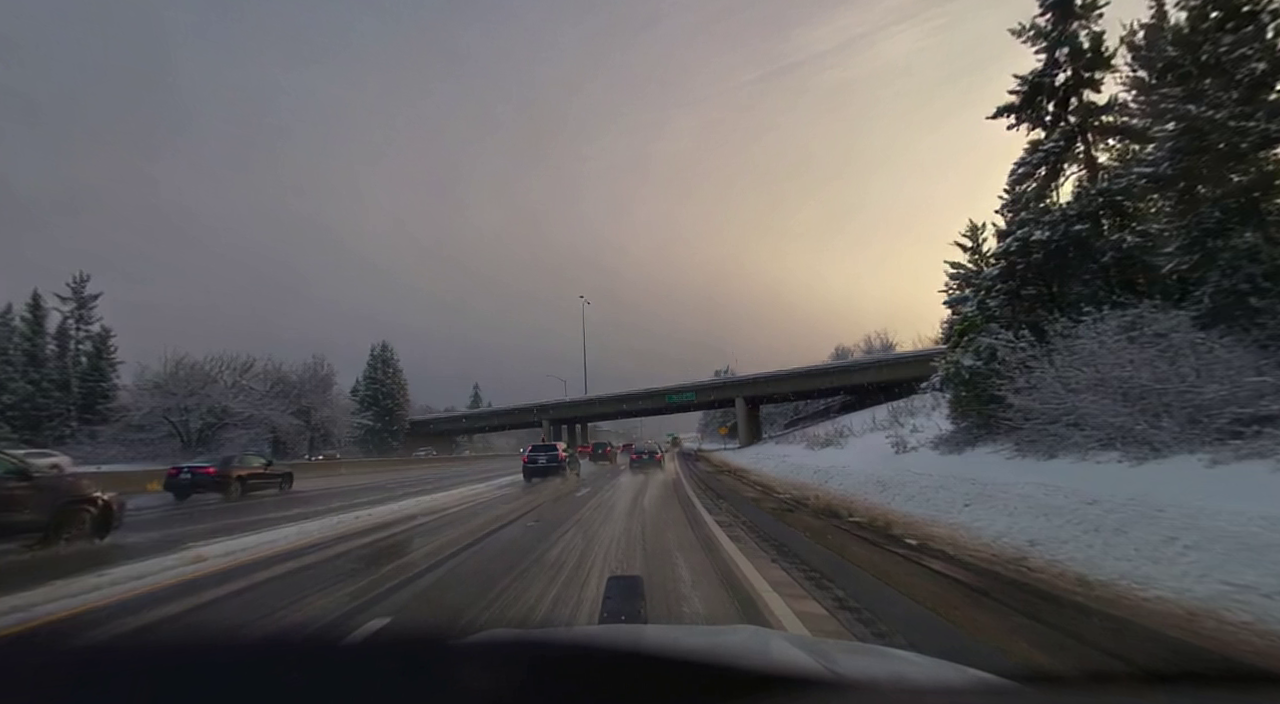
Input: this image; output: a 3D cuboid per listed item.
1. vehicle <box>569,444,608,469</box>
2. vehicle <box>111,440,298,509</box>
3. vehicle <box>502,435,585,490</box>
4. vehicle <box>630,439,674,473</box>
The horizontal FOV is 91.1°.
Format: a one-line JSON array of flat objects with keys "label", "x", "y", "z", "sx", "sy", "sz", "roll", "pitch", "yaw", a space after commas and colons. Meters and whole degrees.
[{"label": "vehicle", "x": -3.199, "y": 6.617, "z": 39.874, "sx": 1.997, "sy": 1.490, "sz": 4.471, "roll": 0, "pitch": -8, "yaw": 2}, {"label": "vehicle", "x": -11.645, "y": 3.251, "z": 17.259, "sx": 1.954, "sy": 1.640, "sz": 4.339, "roll": 0, "pitch": -8, "yaw": 1}, {"label": "vehicle", "x": -3.303, "y": 3.886, "z": 22.470, "sx": 2.161, "sy": 1.759, "sz": 4.482, "roll": 0, "pitch": -8, "yaw": 2}, {"label": "vehicle", "x": 0.651, "y": 5.433, "z": 33.140, "sx": 2.160, "sy": 1.678, "sz": 4.178, "roll": 0, "pitch": -8, "yaw": 2}]
